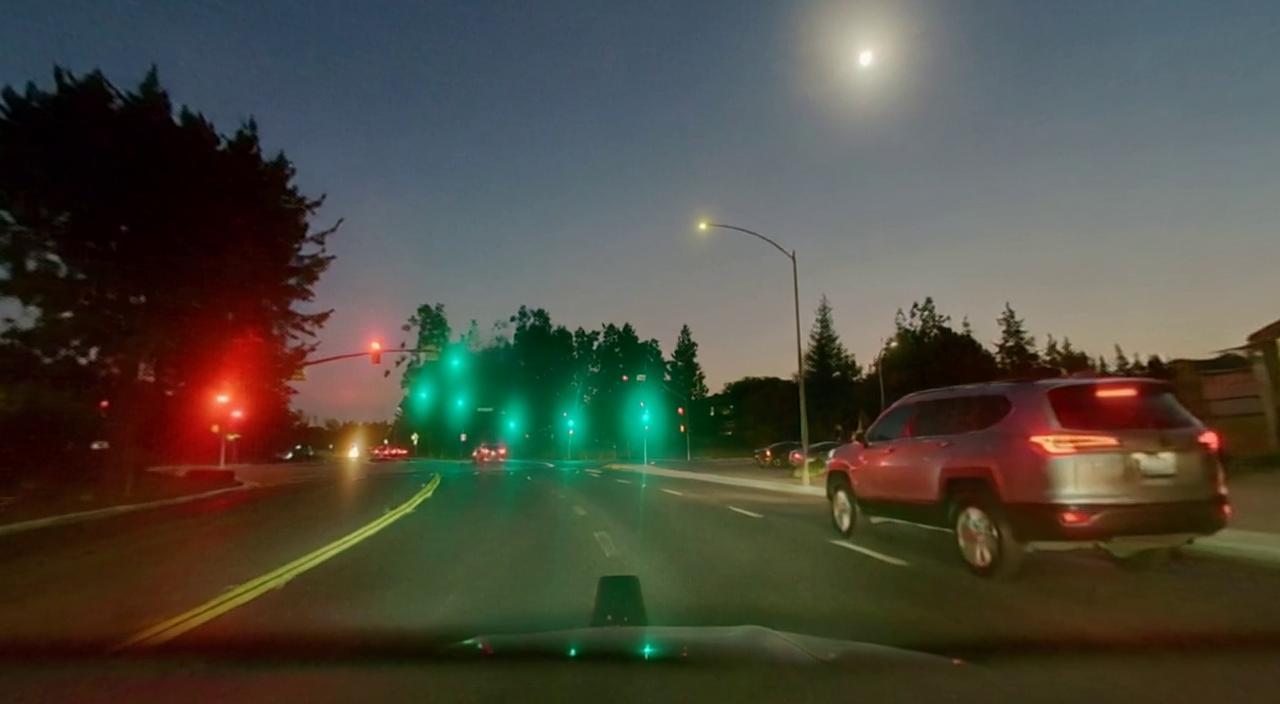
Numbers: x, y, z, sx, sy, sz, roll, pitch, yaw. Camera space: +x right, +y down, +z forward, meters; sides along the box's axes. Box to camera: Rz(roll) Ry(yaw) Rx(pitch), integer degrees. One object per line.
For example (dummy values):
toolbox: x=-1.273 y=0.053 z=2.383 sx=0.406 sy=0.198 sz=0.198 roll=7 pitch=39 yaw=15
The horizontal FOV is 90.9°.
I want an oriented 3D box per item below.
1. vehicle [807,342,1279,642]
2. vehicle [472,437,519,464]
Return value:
vehicle: x=4.164 y=1.372 z=7.315 sx=2.338 sy=2.063 sz=5.592 roll=1 pitch=-9 yaw=-7
vehicle: x=-9.929 y=6.738 z=43.045 sx=2.138 sy=1.729 sz=4.178 roll=4 pitch=-9 yaw=-26
